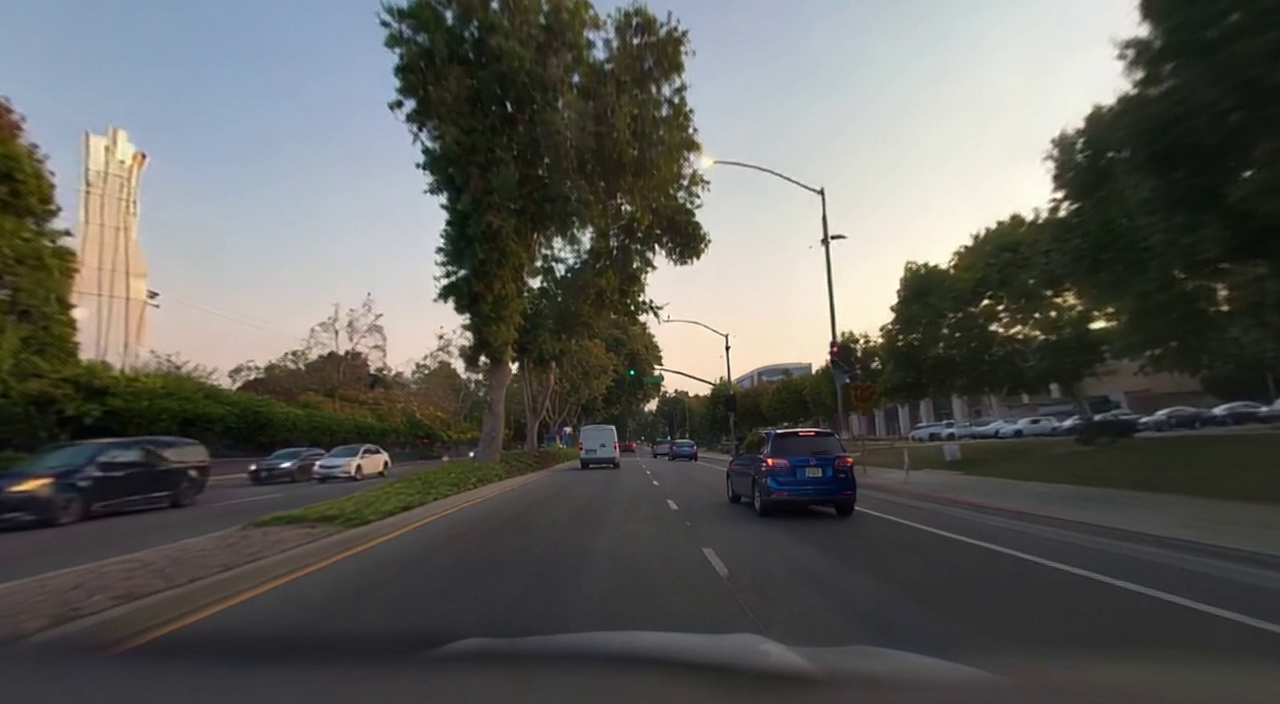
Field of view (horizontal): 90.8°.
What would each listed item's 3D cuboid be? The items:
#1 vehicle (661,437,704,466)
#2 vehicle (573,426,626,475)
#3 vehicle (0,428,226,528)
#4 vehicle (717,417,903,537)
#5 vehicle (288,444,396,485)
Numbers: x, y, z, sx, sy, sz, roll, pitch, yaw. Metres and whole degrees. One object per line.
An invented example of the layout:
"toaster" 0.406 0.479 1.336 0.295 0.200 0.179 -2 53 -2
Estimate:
"vehicle" 2.581 6.200 39.532 2.248 1.692 4.252 0 -8 -2
"vehicle" -1.783 4.549 29.295 2.228 2.054 4.309 0 -8 0
"vehicle" -11.493 2.580 13.573 2.192 1.754 4.569 0 -8 -2
"vehicle" 2.668 2.073 11.073 1.965 1.671 4.146 0 -8 -2
"vehicle" -11.806 4.468 25.464 2.116 1.481 4.572 0 -8 0
